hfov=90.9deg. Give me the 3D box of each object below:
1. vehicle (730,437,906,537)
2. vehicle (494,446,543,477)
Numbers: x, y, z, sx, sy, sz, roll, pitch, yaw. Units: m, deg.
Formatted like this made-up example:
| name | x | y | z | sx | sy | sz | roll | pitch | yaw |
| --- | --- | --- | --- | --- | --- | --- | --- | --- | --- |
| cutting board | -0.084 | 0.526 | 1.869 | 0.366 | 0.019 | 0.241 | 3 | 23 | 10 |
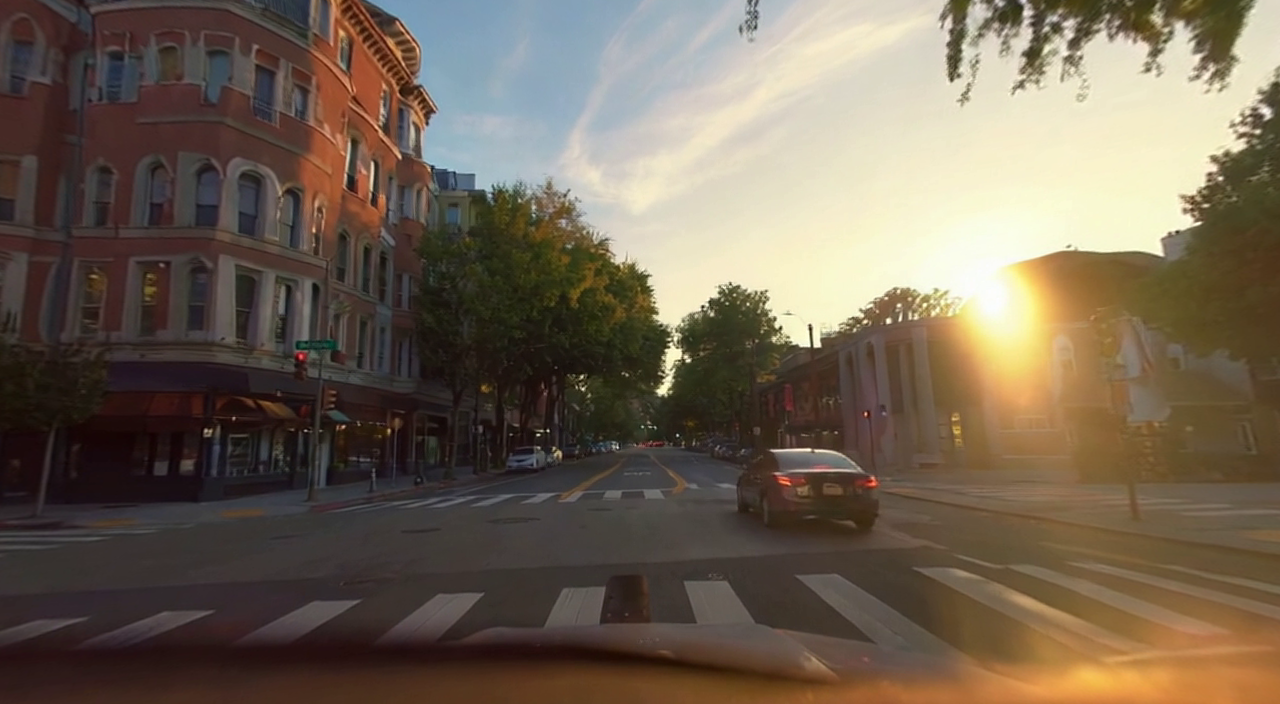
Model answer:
| name | x | y | z | sx | sy | sz | roll | pitch | yaw |
| --- | --- | --- | --- | --- | --- | --- | --- | --- | --- |
| vehicle | 2.962 | 2.328 | 11.533 | 2.014 | 1.474 | 4.090 | 0 | -8 | 0 |
| vehicle | -6.916 | 6.252 | 36.307 | 2.127 | 1.533 | 4.547 | -1 | -8 | -2 |
